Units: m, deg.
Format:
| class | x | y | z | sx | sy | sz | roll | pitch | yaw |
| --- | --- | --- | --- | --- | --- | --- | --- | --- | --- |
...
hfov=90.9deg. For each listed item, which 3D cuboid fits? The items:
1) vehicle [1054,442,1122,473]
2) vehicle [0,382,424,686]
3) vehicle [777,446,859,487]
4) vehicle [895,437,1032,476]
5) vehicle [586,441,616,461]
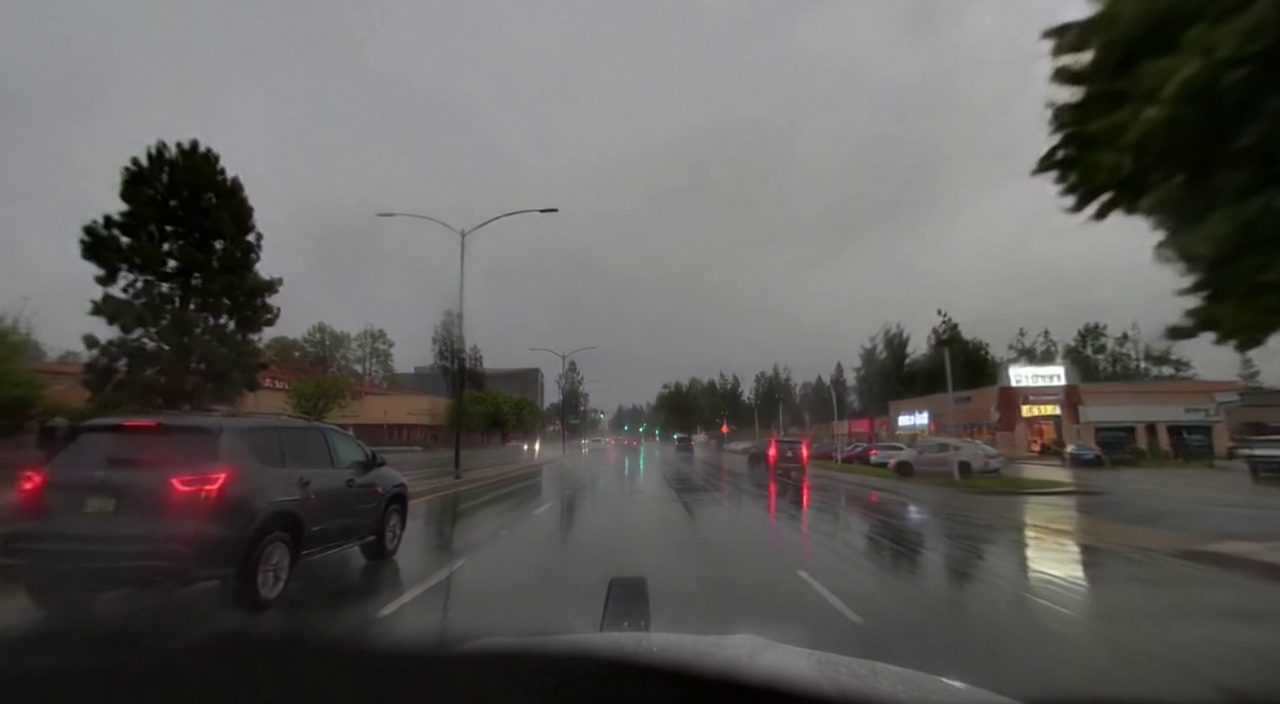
| class | x | y | z | sx | sy | sz | roll | pitch | yaw |
| --- | --- | --- | --- | --- | --- | --- | --- | --- | --- |
| vehicle | 26.314 | 6.149 | 36.926 | 4.673 | 1.696 | 1.922 | 7 | -11 | -39 |
| vehicle | -3.591 | 1.272 | 5.459 | 1.983 | 1.635 | 3.957 | 0 | -8 | 0 |
| vehicle | 6.688 | 4.326 | 24.225 | 1.888 | 1.425 | 4.547 | 0 | -8 | 1 |
| vehicle | 15.154 | 4.882 | 29.755 | 5.326 | 1.690 | 2.007 | -8 | -11 | 42 |
| vehicle | -2.939 | 7.598 | 48.290 | 2.005 | 1.446 | 4.265 | 0 | -8 | 1 |
